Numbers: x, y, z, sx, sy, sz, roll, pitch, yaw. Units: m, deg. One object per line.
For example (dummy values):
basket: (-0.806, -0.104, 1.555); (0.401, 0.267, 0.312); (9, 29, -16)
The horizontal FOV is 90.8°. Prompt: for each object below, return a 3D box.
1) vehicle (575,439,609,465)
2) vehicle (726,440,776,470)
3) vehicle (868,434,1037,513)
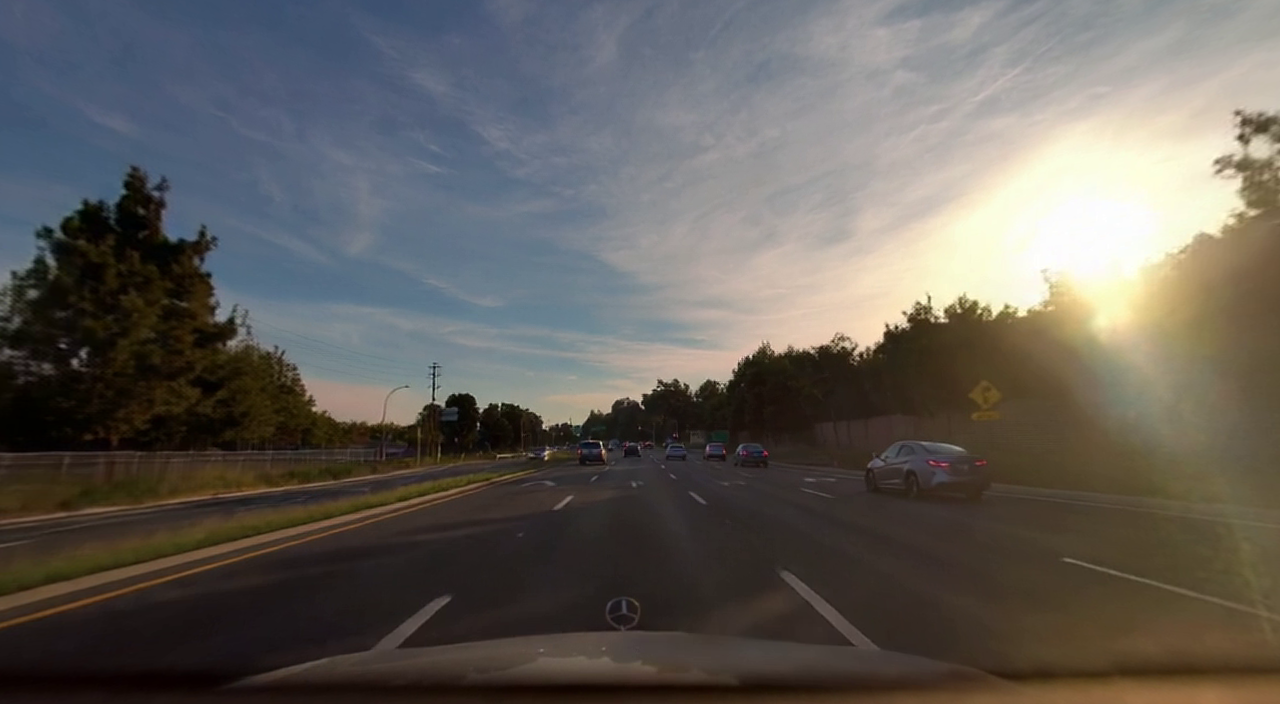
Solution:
vehicle: (-3.557, 7.478, 47.361); (2.230, 1.827, 4.406); (0, -8, 0)
vehicle: (6.306, 5.889, 36.346); (1.987, 1.597, 4.463); (0, -8, -1)
vehicle: (6.721, 2.624, 14.105); (1.838, 1.518, 3.713); (0, -8, -1)
